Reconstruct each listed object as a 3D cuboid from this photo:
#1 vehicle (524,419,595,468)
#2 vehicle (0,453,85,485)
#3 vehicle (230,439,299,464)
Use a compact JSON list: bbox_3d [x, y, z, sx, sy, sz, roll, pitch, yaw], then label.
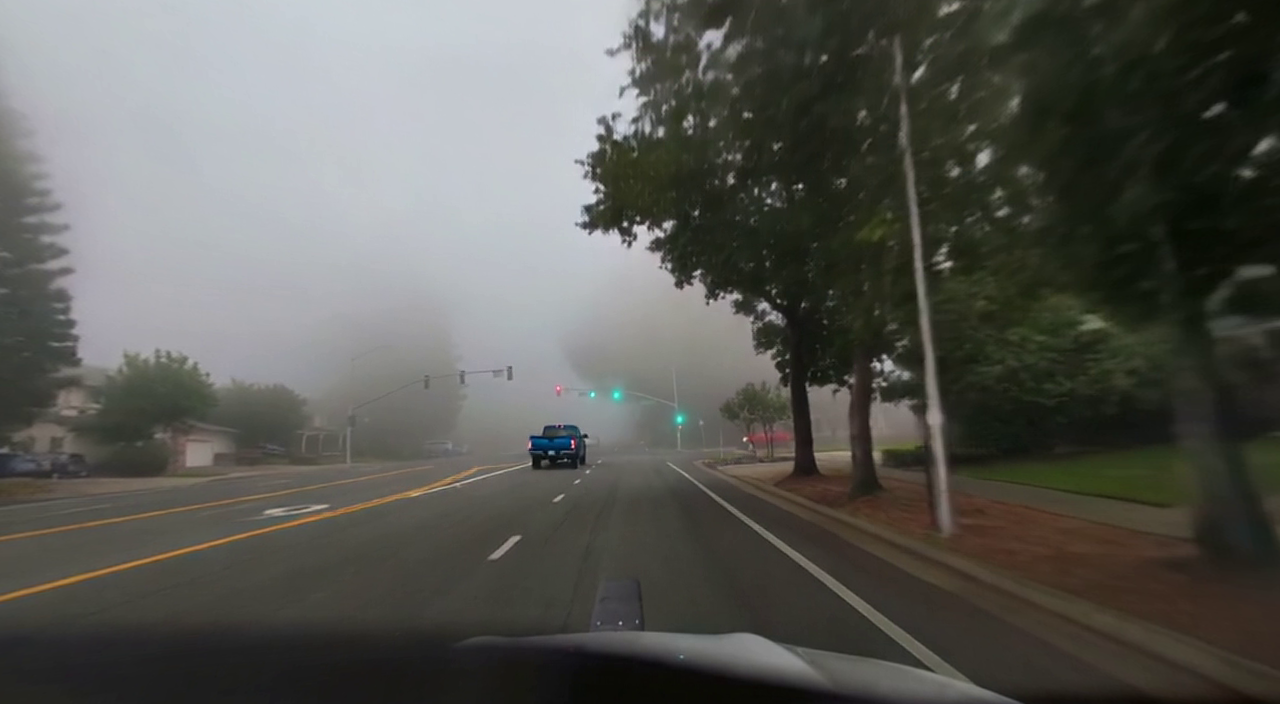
[{"bbox_3d":[-3.583,4.233,29.333,2.508,2.001,5.880,0,-8,0],"label":"vehicle"},{"bbox_3d":[-30.283,5.677,30.774,4.506,1.453,2.108,0,-8,1],"label":"vehicle"},{"bbox_3d":[-28.872,7.697,48.647,4.092,1.624,1.965,-1,-11,-12],"label":"vehicle"}]
